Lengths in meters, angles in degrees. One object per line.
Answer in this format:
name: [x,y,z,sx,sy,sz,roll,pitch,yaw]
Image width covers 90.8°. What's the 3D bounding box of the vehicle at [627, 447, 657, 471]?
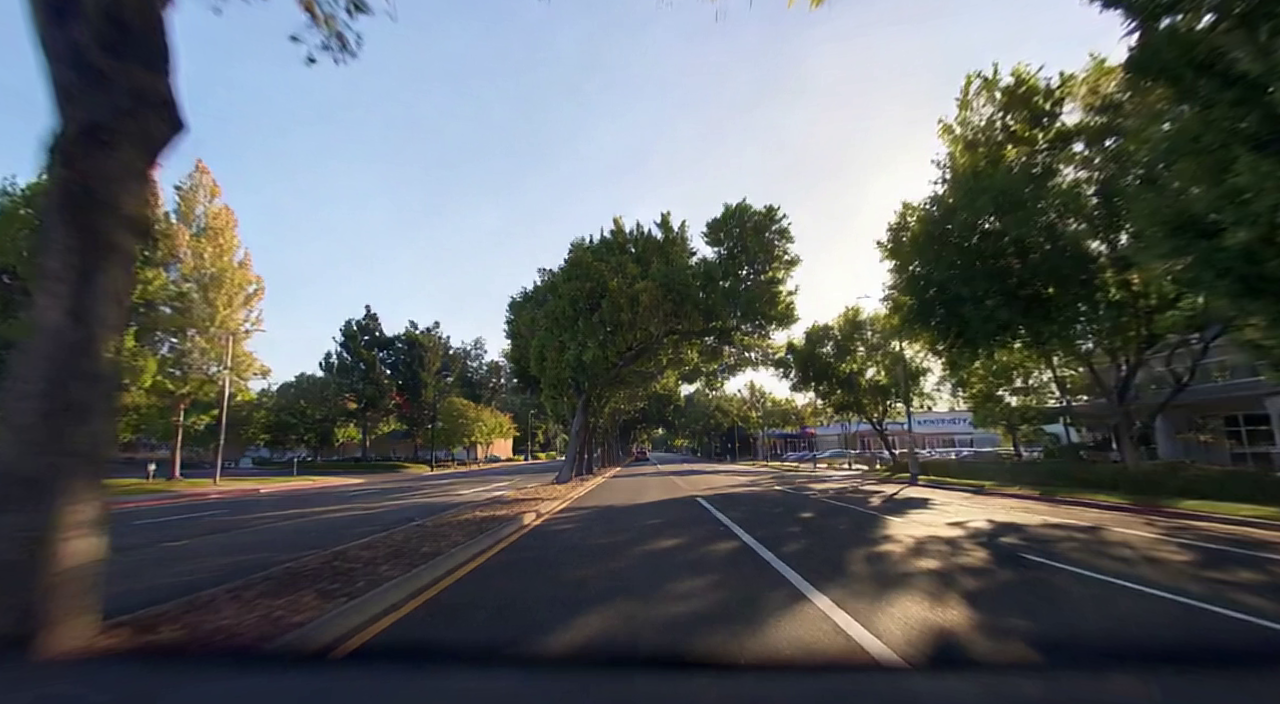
vehicle: [0.158,7.852,46.726,2.095,1.647,4.205,0,-8,0]
